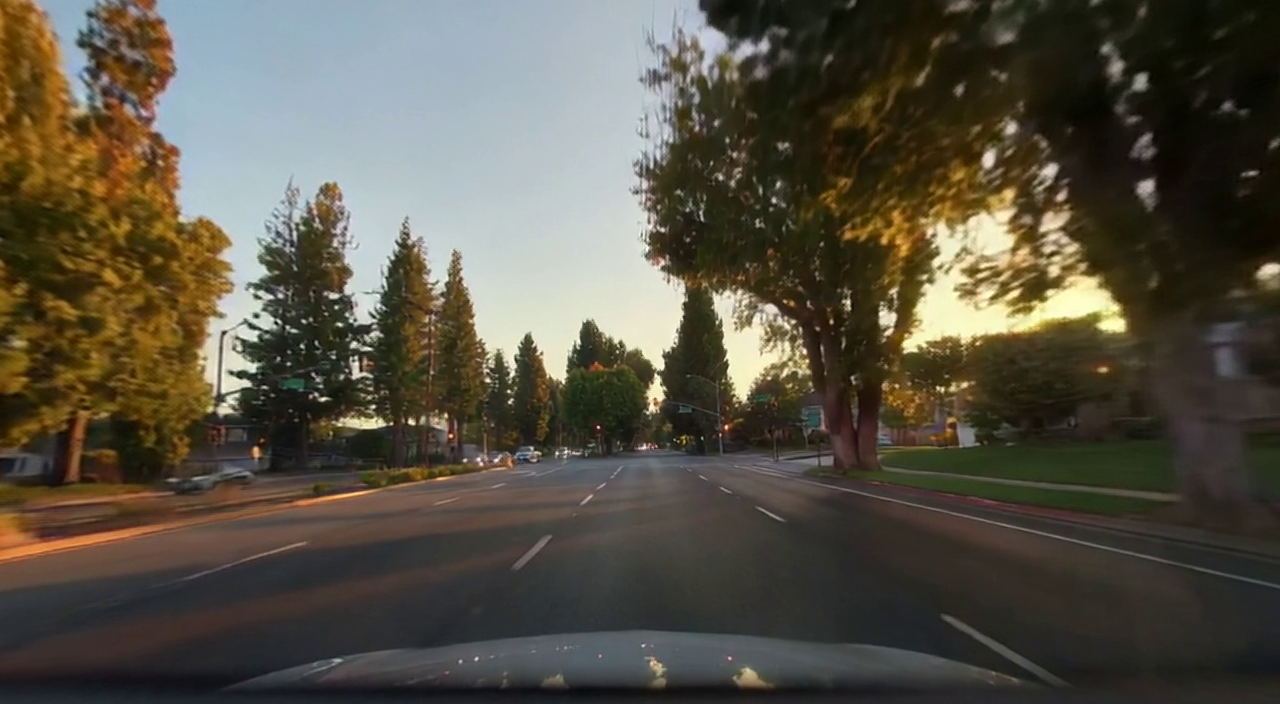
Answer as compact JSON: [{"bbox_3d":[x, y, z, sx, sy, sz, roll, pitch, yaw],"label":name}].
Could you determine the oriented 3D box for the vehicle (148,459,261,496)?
[{"bbox_3d":[-20.487,5.897,29.963,2.035,1.453,4.600,-1,-8,1],"label":"vehicle"}]
